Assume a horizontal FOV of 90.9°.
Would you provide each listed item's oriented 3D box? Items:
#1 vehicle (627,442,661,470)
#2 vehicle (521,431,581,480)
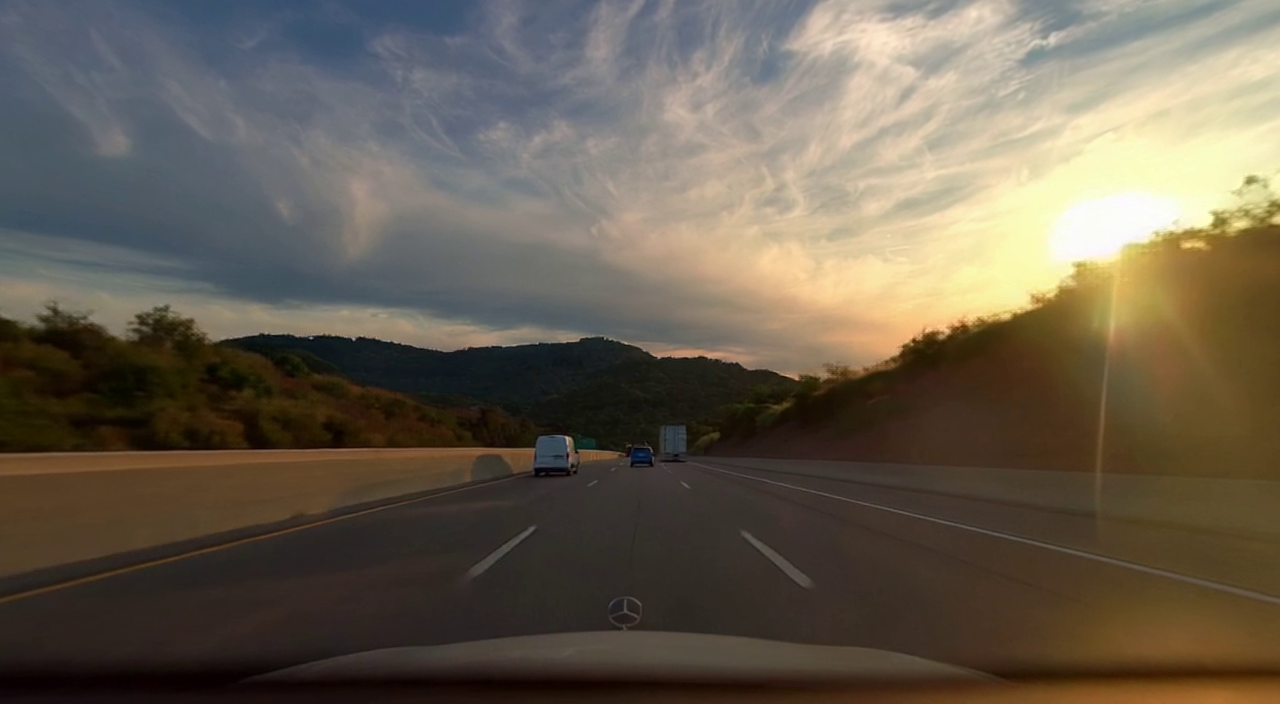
[{"bbox_3d":[0.289,7.057,42.770,2.166,1.747,4.299,0,-9,1],"label":"vehicle"},{"bbox_3d":[-3.930,4.696,28.582,1.955,2.004,4.792,0,-9,0],"label":"vehicle"}]
